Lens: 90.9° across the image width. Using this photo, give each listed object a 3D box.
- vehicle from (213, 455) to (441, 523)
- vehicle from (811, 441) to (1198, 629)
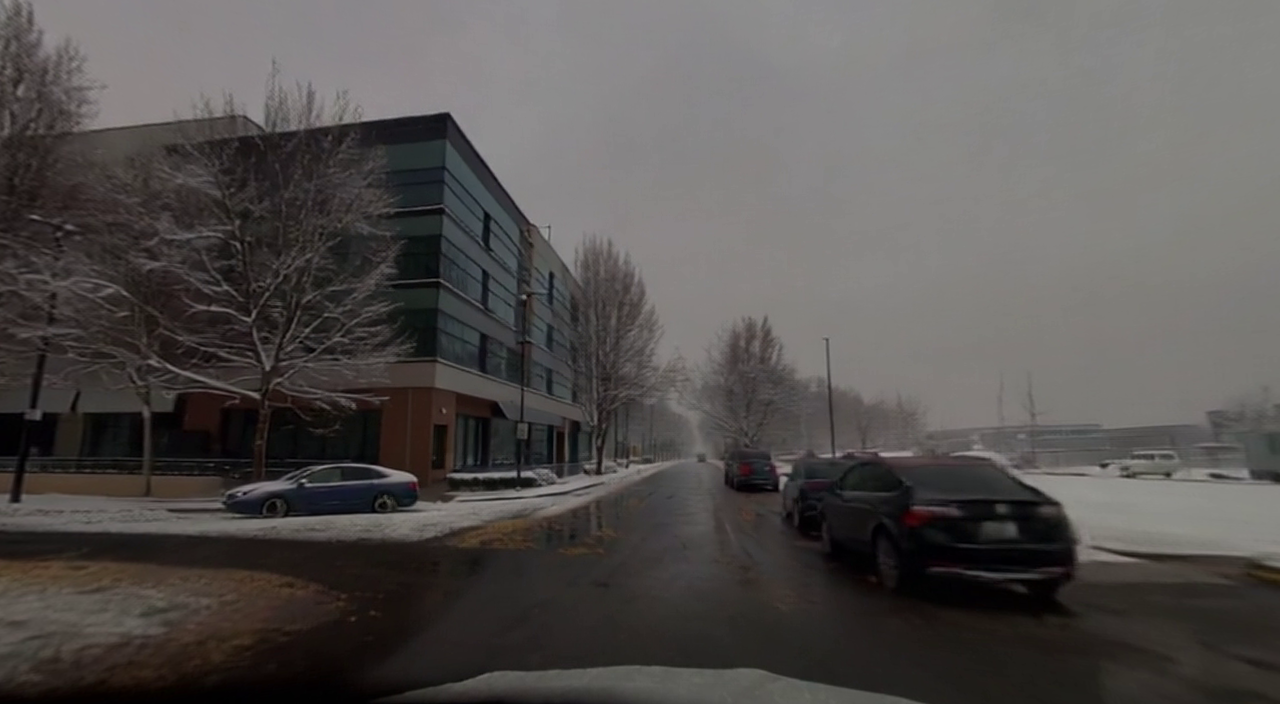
[{"bbox_3d":[-7.716,3.348,15.764,4.770,1.448,1.983,7,-12,-34],"label":"vehicle"},{"bbox_3d":[3.412,1.789,7.002,2.073,1.434,3.899,0,-10,3],"label":"vehicle"}]
